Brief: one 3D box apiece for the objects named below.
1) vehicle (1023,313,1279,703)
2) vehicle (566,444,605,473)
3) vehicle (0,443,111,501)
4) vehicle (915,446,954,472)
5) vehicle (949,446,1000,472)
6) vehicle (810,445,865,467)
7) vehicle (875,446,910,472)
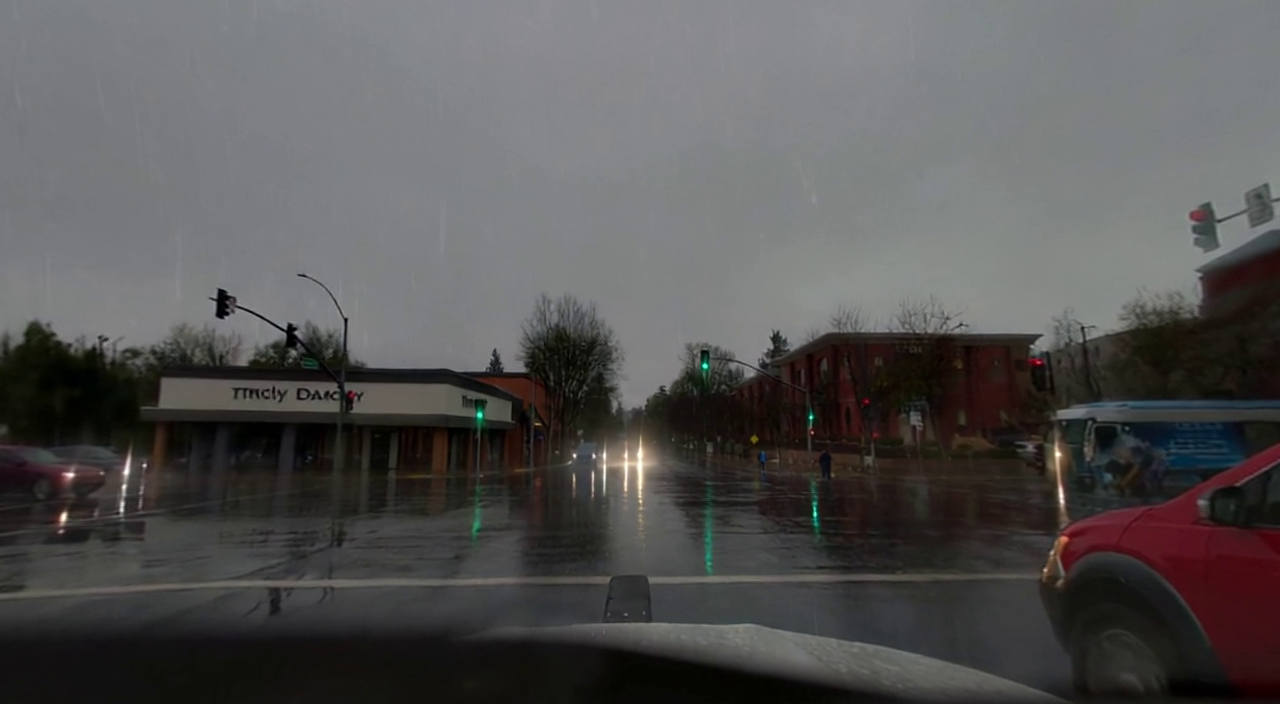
[{"bbox_3d":[2.880,0.577,0.619,2.048,1.725,4.754,0,-8,1],"label":"vehicle"},{"bbox_3d":[-3.198,6.376,37.914,1.961,1.658,4.064,0,-8,0],"label":"vehicle"},{"bbox_3d":[-18.021,3.306,17.669,4.686,1.500,1.935,0,-8,2],"label":"vehicle"},{"bbox_3d":[18.274,6.623,39.220,1.791,1.520,3.649,-3,-9,20],"label":"vehicle"},{"bbox_3d":[20.565,6.575,38.918,2.066,1.488,4.158,-3,-9,19],"label":"vehicle"},{"bbox_3d":[15.081,7.945,48.371,1.924,1.579,4.084,3,-9,-18],"label":"vehicle"},{"bbox_3d":[15.896,6.694,39.676,1.875,1.543,3.853,-3,-9,21],"label":"vehicle"}]
